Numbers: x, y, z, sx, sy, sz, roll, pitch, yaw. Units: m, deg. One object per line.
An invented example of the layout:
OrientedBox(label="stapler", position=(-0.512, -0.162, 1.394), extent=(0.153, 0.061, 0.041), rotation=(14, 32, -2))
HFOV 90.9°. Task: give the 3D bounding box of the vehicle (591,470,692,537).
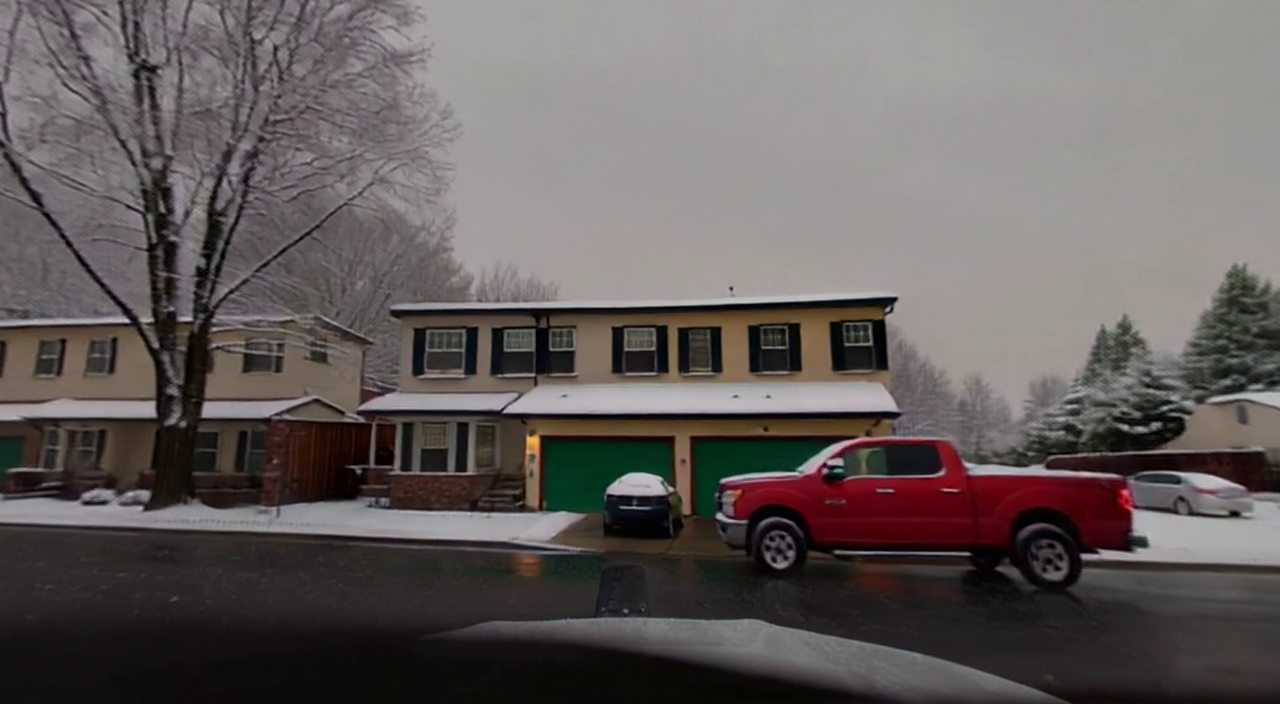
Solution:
OrientedBox(label="vehicle", position=(0.152, 4.294, 18.260), extent=(1.869, 1.460, 3.826), rotation=(-5, -9, 15))

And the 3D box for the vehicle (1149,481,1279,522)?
OrientedBox(label="vehicle", position=(23.637, 6.099, 25.820), extent=(3.897, 1.416, 1.703), rotation=(-2, -9, 14))

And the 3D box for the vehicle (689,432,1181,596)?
OrientedBox(label="vehicle", position=(3.660, 2.108, 8.972), extent=(5.600, 1.835, 2.161), rotation=(-2, -9, 14))
